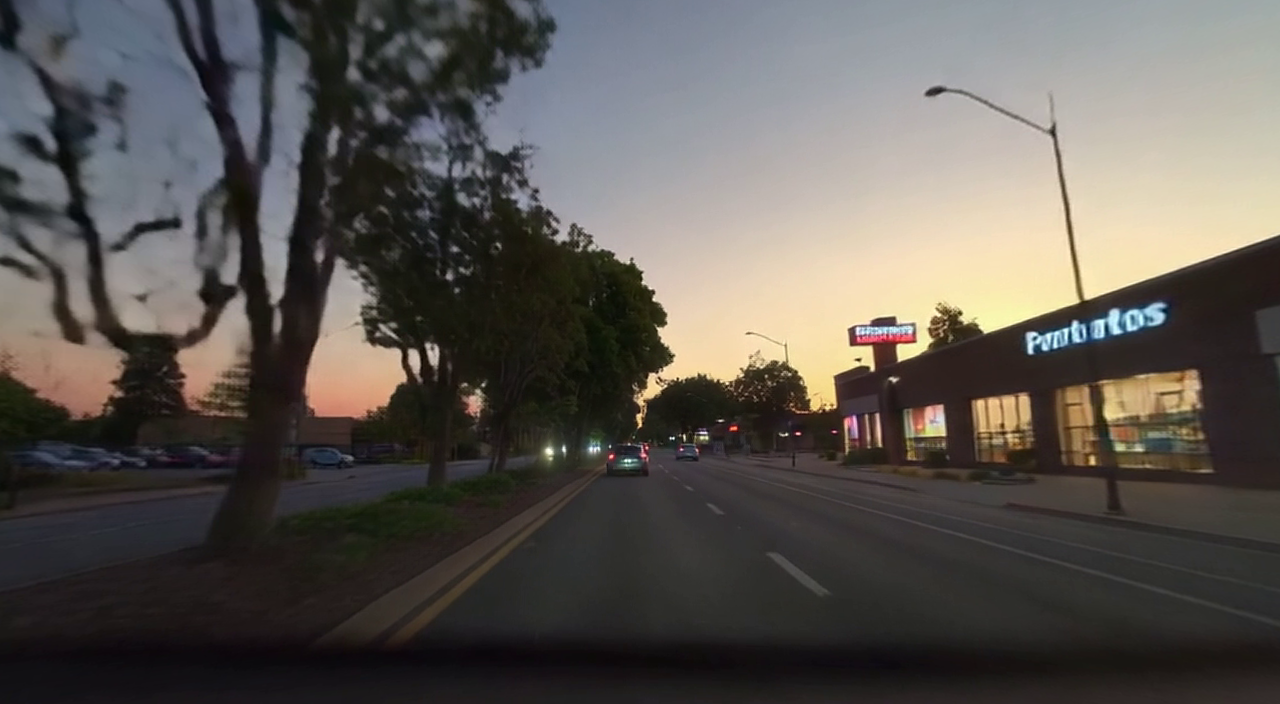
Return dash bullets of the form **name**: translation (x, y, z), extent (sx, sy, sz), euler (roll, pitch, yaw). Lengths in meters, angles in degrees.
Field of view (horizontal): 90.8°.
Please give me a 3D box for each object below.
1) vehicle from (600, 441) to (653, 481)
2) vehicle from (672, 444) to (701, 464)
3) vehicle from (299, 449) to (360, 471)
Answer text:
- **vehicle**: translation (-0.506, 4.358, 25.556), extent (2.006, 1.487, 3.535), euler (0, -8, 0)
- **vehicle**: translation (3.632, 8.002, 49.847), extent (1.910, 1.474, 4.003), euler (0, -8, -1)
- **vehicle**: translation (-23.408, 8.150, 47.732), extent (3.650, 1.487, 1.757), euler (-1, -8, -1)
